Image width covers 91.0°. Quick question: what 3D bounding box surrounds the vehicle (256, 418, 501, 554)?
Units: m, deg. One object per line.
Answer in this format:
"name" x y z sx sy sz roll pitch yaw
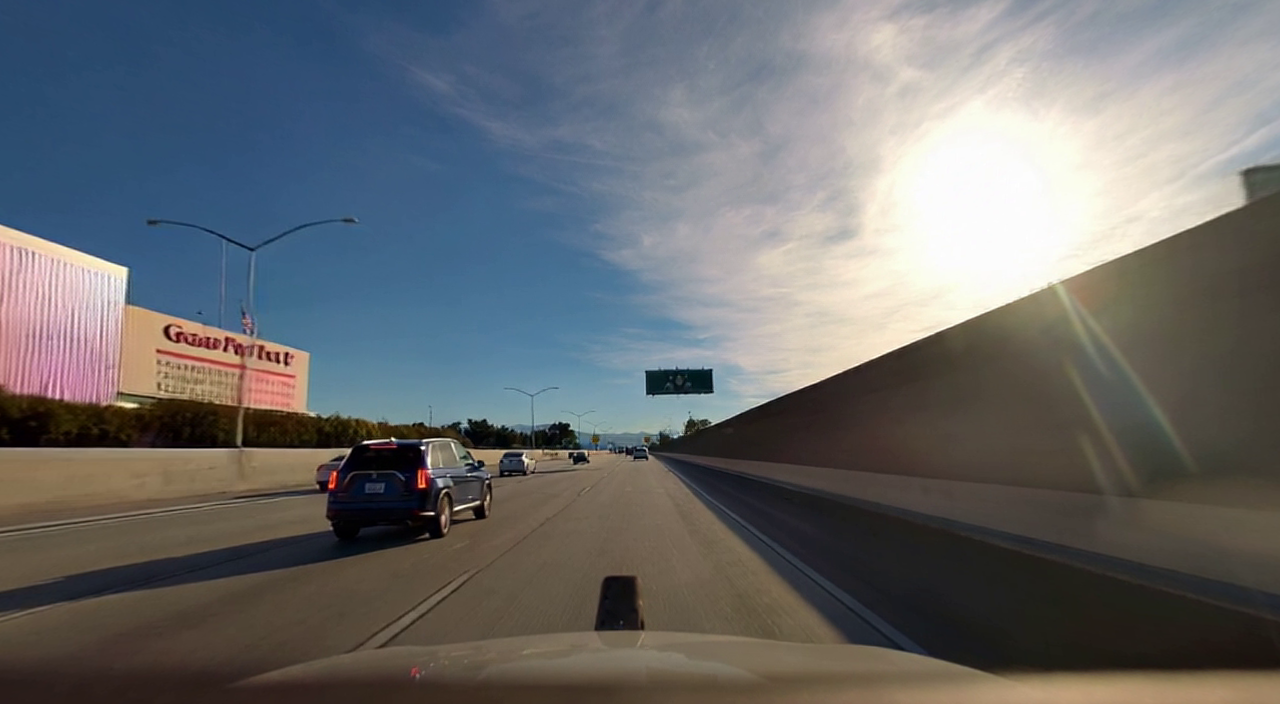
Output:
"vehicle" -3.868 2.072 10.421 2.059 1.725 4.521 0 -9 1

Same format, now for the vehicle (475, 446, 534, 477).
"vehicle" -7.230 5.871 34.164 1.998 1.542 4.953 0 -9 1
